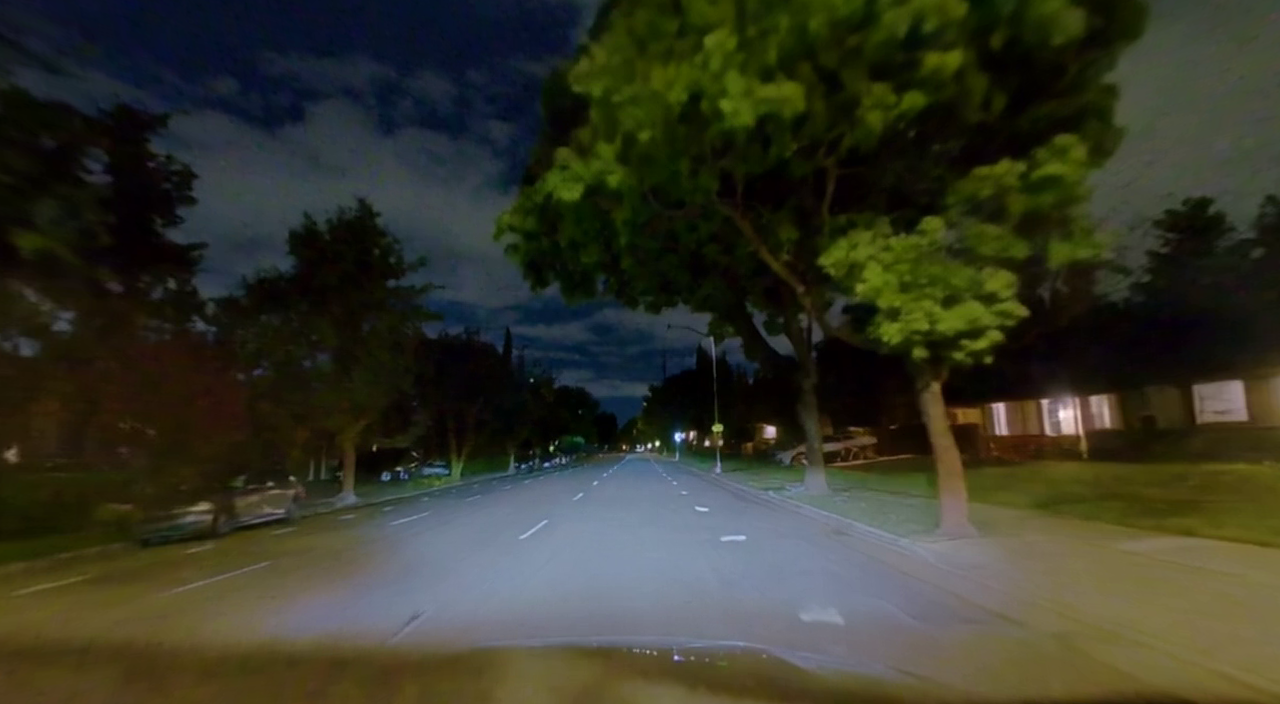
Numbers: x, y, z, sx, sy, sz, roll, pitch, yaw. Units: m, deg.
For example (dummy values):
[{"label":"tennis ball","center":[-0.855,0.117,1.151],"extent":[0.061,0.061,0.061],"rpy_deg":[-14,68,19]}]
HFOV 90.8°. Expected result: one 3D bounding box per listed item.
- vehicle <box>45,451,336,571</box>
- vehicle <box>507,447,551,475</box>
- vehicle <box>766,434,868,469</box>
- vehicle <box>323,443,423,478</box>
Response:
[{"label":"vehicle","center":[-7.554,2.664,11.422],"extent":[1.973,1.500,4.781],"rpy_deg":[-5,-9,-3]},{"label":"vehicle","center":[-7.829,7.721,45.084],"extent":[2.122,1.739,4.770],"rpy_deg":[-5,-8,0]},{"label":"vehicle","center":[8.899,5.009,31.974],"extent":[4.535,1.697,1.968],"rpy_deg":[0,-9,-1]},{"label":"vehicle","center":[-14.647,5.943,34.801],"extent":[4.602,1.847,1.976],"rpy_deg":[-1,-9,4]}]
